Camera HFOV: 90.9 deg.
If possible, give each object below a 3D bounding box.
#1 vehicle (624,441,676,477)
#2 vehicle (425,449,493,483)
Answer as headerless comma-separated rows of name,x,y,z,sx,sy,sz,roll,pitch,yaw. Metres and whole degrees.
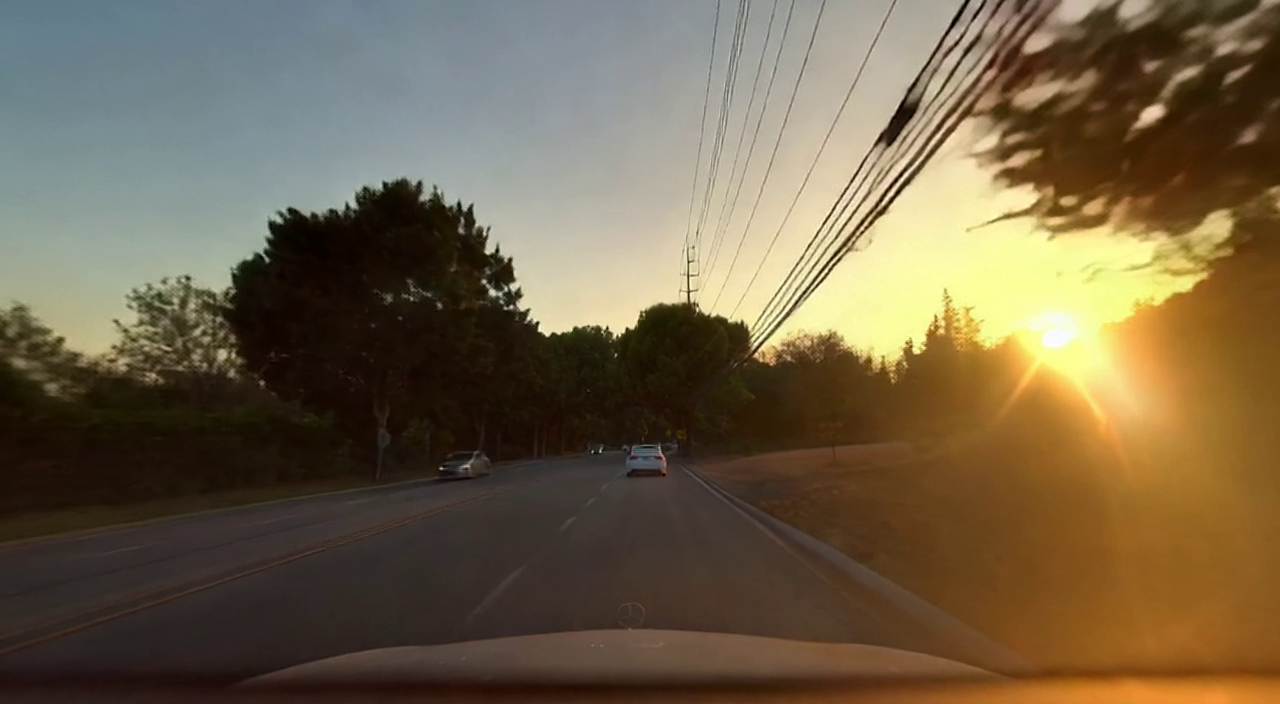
vehicle,0.460,4.835,28.719,2.153,1.461,4.374,-1,-9,1
vehicle,-8.894,5.633,31.361,2.061,1.516,4.121,-1,-9,1
